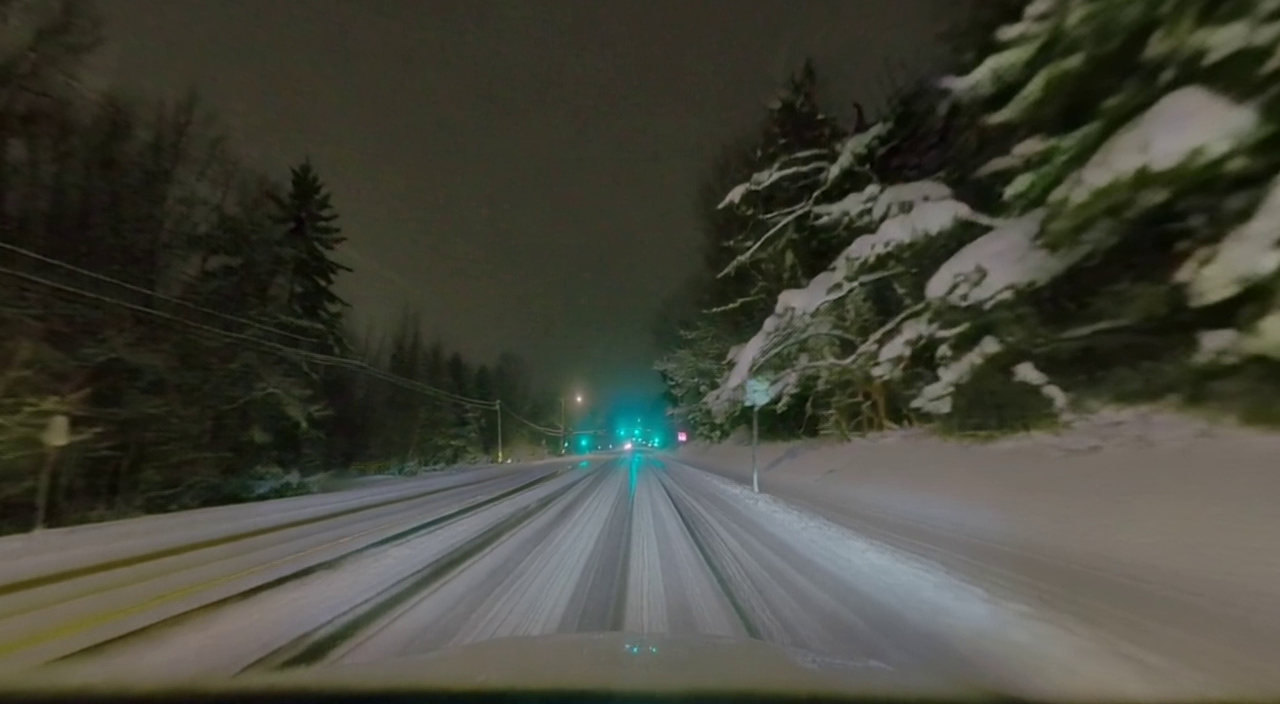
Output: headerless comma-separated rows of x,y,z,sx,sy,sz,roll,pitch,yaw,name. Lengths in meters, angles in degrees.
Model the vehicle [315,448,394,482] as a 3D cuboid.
-20.625,8.152,45.709,4.655,1.832,2.227,-6,-7,1,vehicle
